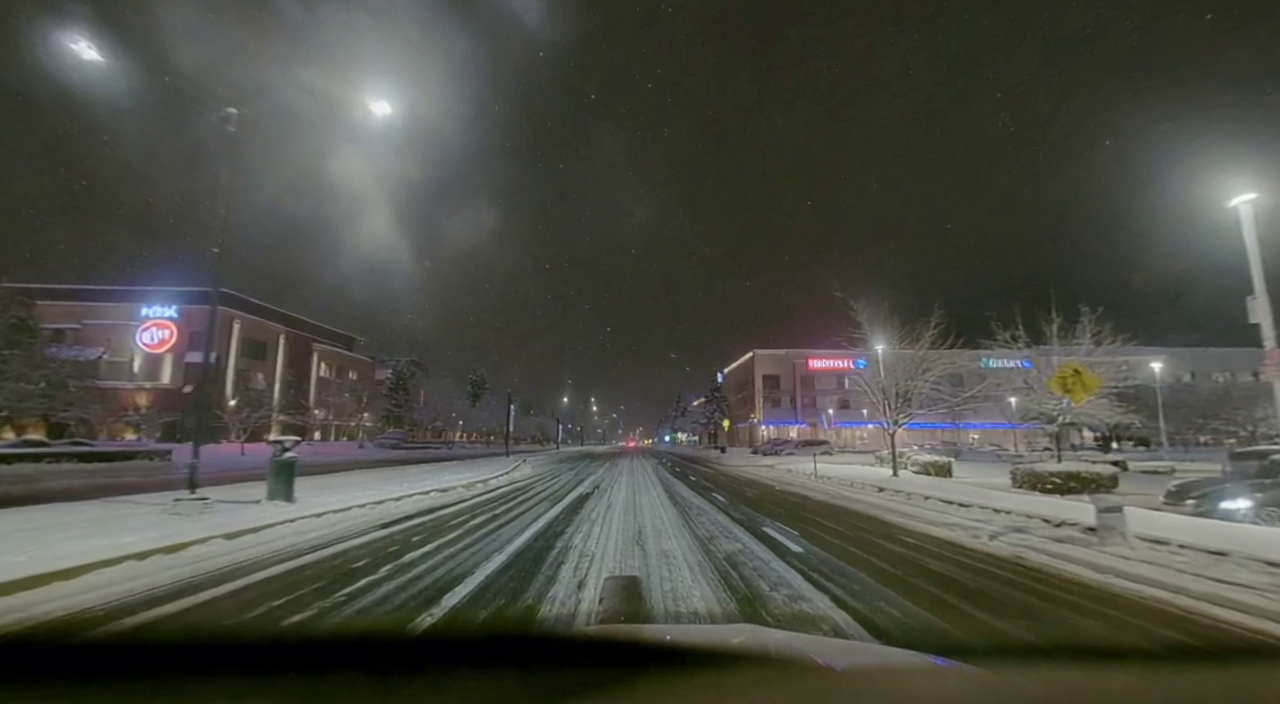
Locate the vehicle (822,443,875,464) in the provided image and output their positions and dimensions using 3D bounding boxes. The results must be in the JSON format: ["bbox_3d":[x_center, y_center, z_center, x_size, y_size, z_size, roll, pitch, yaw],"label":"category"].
[{"bbox_3d":[15.796,7.697,48.073,1.936,1.464,4.867,1,-8,-6],"label":"vehicle"}]

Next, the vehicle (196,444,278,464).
[{"bbox_3d":[-30.368,7.683,47.676,4.880,1.464,1.953,0,-8,1],"label":"vehicle"}]

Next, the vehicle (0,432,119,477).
[{"bbox_3d":[-29.115,4.903,30.408,2.423,1.933,6.673,0,-9,0],"label":"vehicle"}]

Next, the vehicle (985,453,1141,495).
[{"bbox_3d":[17.207,4.975,25.930,4.711,1.494,2.224,-2,-9,3],"label":"vehicle"}]

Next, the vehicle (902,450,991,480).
[{"bbox_3d":[16.911,6.214,34.967,3.889,1.590,1.950,0,-8,0],"label":"vehicle"}]

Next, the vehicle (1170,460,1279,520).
[{"bbox_3d":[17.651,3.725,17.301,4.399,1.480,2.045,0,-8,-1],"label":"vehicle"}]
